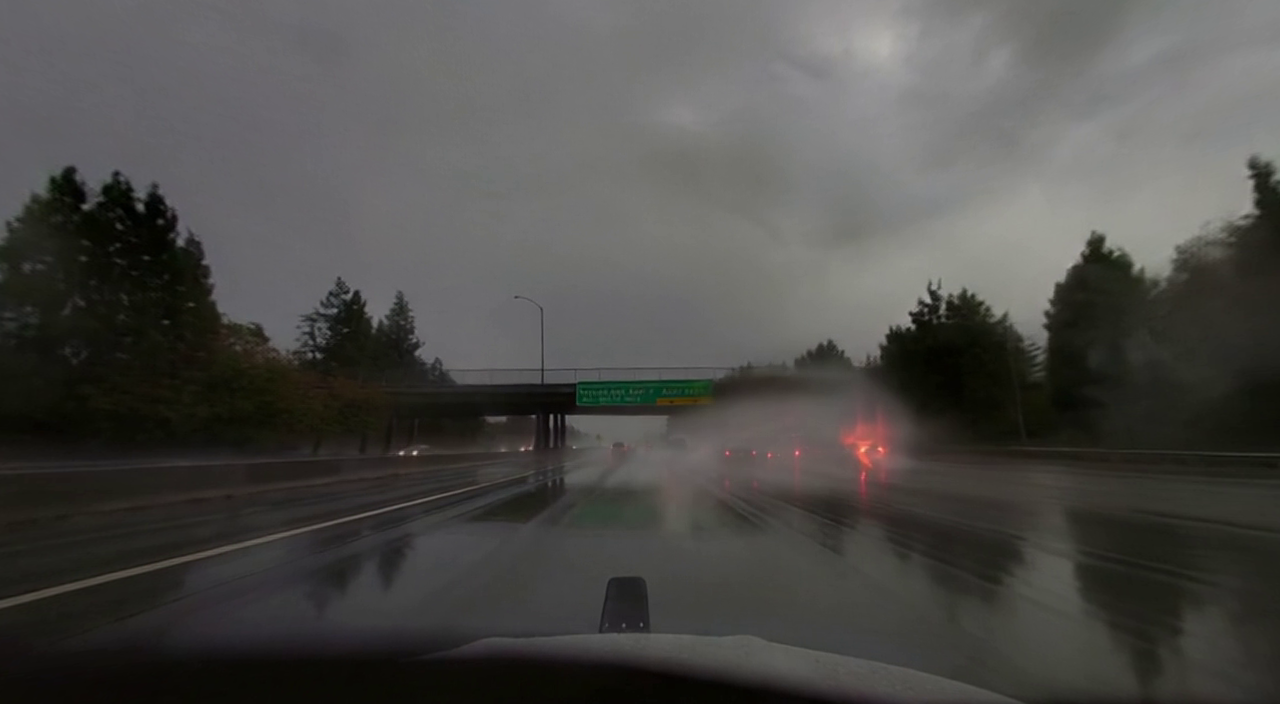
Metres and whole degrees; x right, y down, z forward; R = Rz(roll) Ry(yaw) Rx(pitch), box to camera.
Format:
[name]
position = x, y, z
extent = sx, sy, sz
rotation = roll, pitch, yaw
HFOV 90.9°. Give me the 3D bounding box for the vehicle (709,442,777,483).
[vehicle]
position = 4.042, 4.407, 25.493
extent = 1.908, 1.483, 4.259
rotation = 0, -8, -1
